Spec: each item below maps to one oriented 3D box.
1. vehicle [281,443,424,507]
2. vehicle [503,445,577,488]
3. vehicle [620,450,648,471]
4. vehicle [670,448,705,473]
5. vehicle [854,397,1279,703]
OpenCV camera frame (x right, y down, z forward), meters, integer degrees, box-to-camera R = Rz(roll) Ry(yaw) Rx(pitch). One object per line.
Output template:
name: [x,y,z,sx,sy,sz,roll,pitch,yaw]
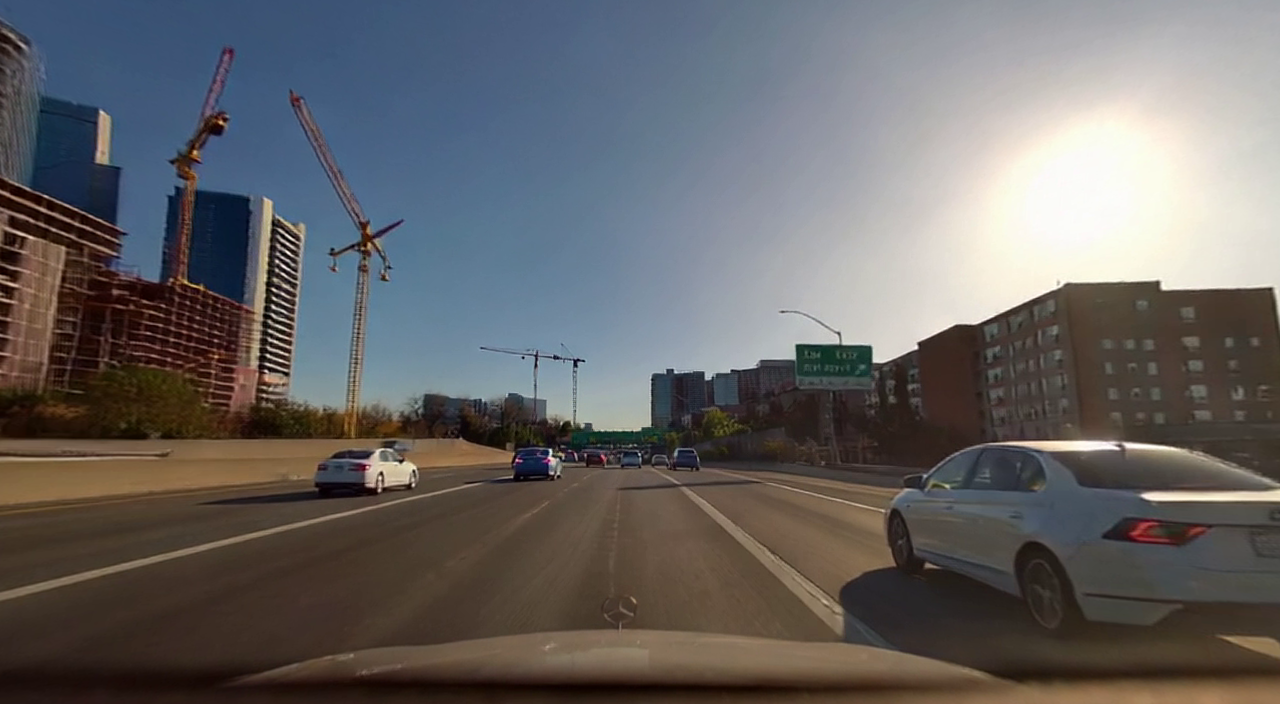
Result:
vehicle: [-7.687,3.301,17.444,1.951,1.528,4.209,0,-8,0]
vehicle: [-3.812,4.462,25.033,2.136,1.512,4.488,0,-8,1]
vehicle: [-0.472,8.055,47.144,2.019,1.472,3.971,0,-8,-1]
vehicle: [3.265,7.567,44.328,1.978,1.602,4.092,0,-8,-2]
vehicle: [3.269,1.209,4.281,1.995,1.486,4.463,0,-8,-1]
